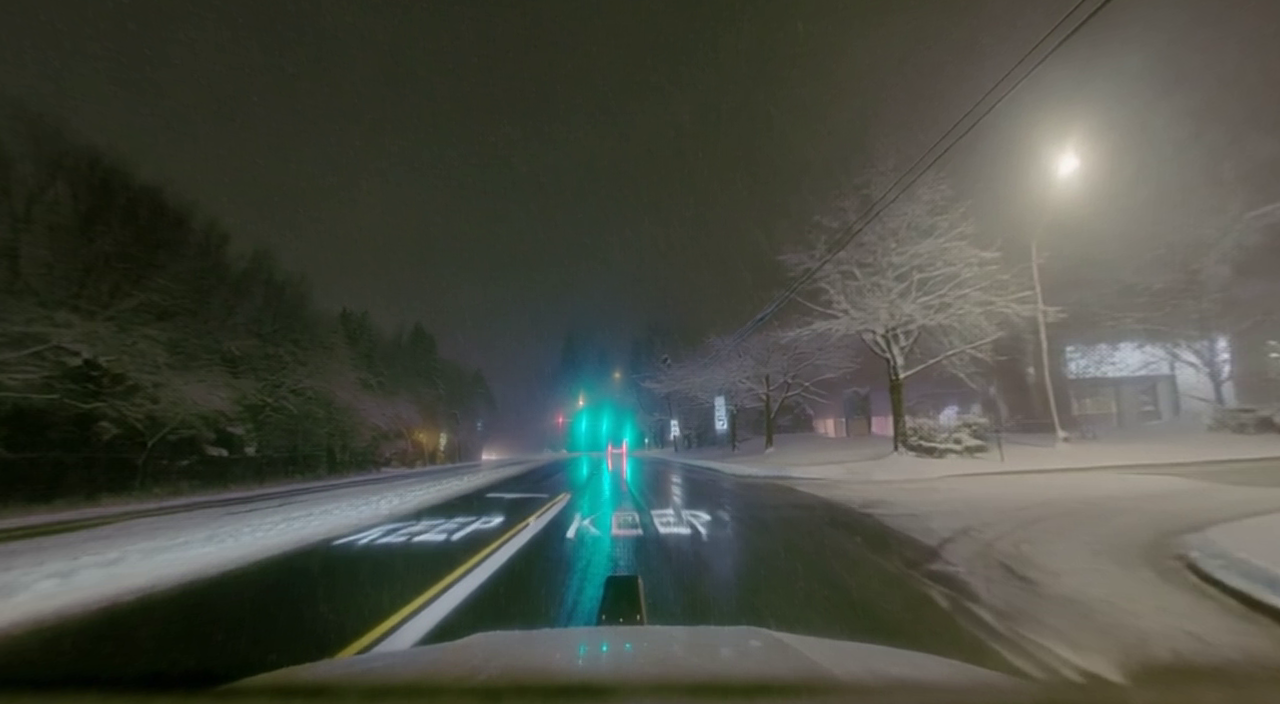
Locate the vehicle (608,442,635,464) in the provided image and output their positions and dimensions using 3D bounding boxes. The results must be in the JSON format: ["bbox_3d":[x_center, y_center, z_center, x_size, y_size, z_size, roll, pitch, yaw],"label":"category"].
[{"bbox_3d":[-1.450,7.880,49.449,2.045,1.613,4.210,0,-8,-2],"label":"vehicle"}]
